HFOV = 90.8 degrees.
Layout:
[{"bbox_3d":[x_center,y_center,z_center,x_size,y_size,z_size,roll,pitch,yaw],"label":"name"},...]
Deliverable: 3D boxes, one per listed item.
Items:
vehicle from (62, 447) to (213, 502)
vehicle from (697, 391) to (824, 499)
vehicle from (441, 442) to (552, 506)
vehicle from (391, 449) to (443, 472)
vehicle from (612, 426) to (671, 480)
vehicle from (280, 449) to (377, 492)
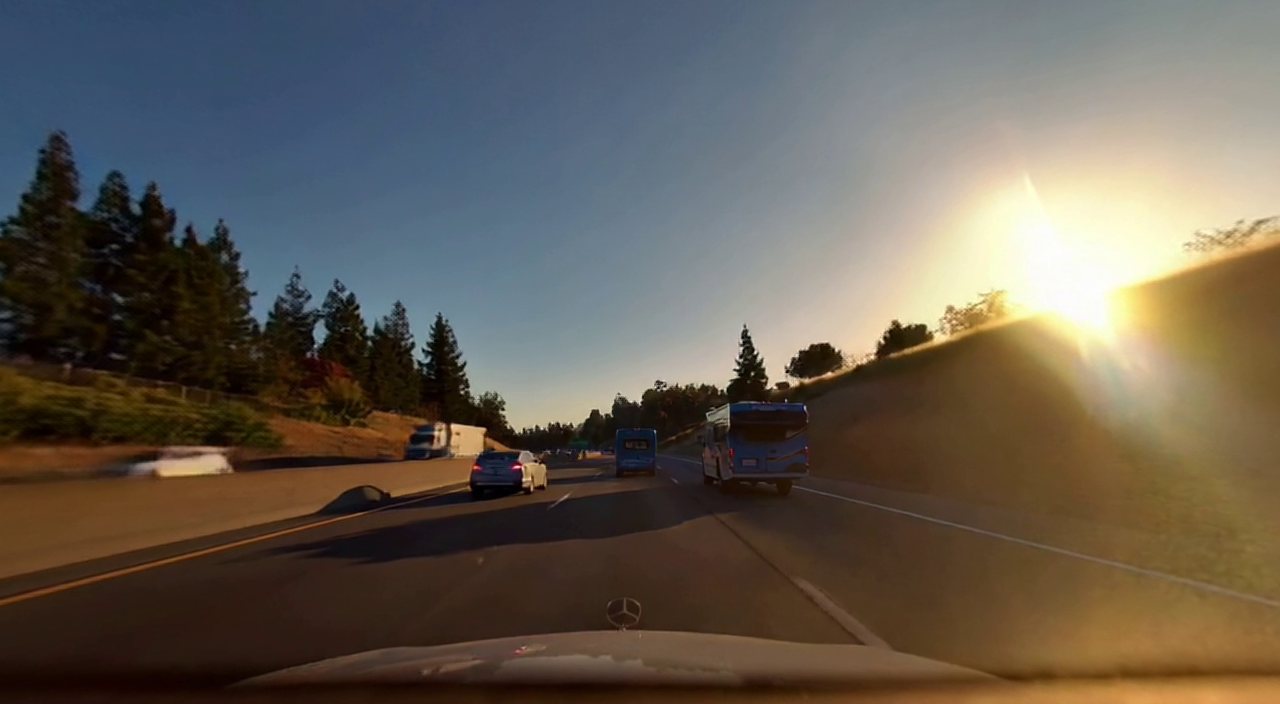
[{"bbox_3d":[-15.700,3.807,19.992,1.875,1.545,3.440,0,-9,1],"label":"vehicle"},{"bbox_3d":[3.593,3.064,20.791,2.607,2.910,7.252,0,-9,-1],"label":"vehicle"},{"bbox_3d":[-3.782,3.290,17.500,1.959,1.502,4.559,0,-9,1],"label":"vehicle"},{"bbox_3d":[-15.764,7.702,44.859,2.046,1.505,4.296,0,-9,0],"label":"vehicle"},{"bbox_3d":[0.043,4.750,29.772,2.524,2.310,4.986,0,-9,0],"label":"vehicle"},{"bbox_3d":[-11.534,4.375,23.653,1.724,1.444,3.710,0,-9,1],"label":"vehicle"}]
